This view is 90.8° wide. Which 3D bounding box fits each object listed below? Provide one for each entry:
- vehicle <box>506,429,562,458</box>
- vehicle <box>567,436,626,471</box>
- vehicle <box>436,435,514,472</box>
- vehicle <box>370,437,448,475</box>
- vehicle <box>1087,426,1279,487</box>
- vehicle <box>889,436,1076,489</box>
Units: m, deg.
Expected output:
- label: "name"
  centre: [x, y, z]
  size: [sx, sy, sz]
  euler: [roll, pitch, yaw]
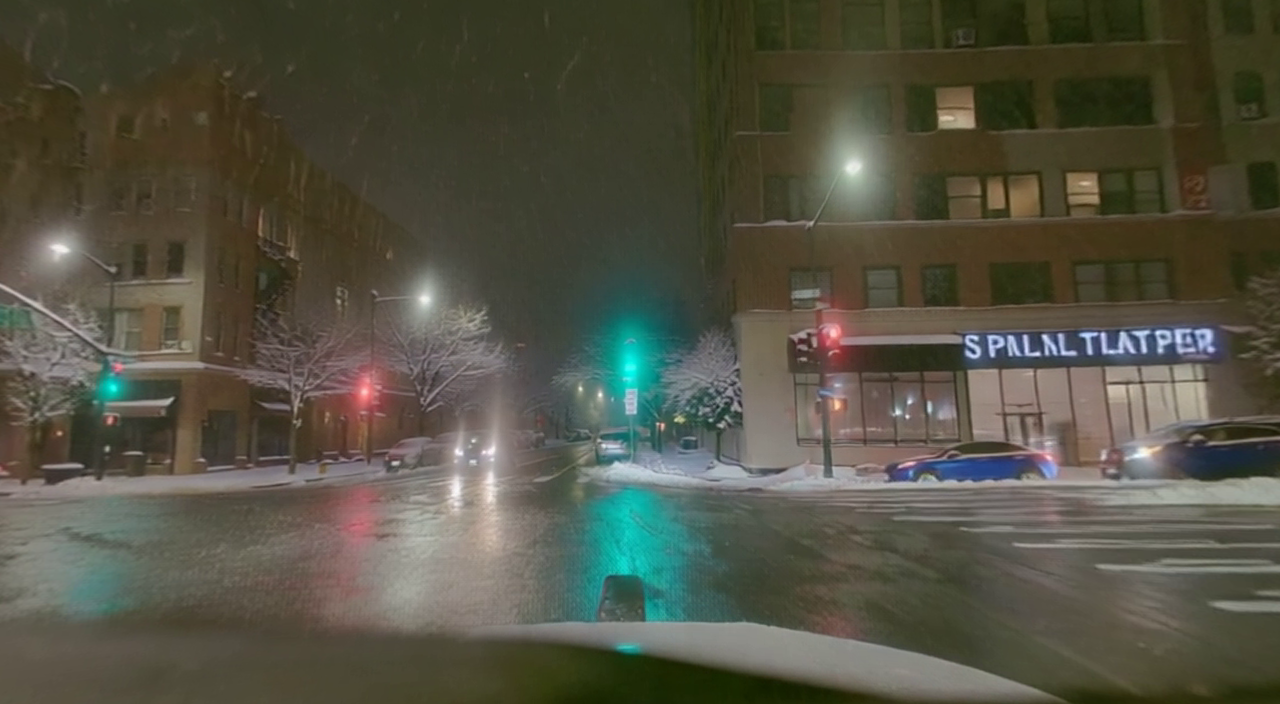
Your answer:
- label: "vehicle"
  centre: [-6.600, 5.766, 39.855]
  size: [2.181, 1.723, 4.692]
  euler: [-1, -8, 7]
- label: "vehicle"
  centre: [-1.933, 4.693, 29.439]
  size: [1.892, 1.481, 4.365]
  euler: [-1, -8, 8]
- label: "vehicle"
  centre: [-7.183, 4.476, 28.020]
  size: [2.119, 1.485, 4.472]
  euler: [-1, -8, 2]
- label: "vehicle"
  centre: [-11.665, 5.224, 32.179]
  size: [1.933, 1.461, 4.393]
  euler: [-5, -6, 5]
- label: "vehicle"
  centre: [16.310, 2.961, 17.959]
  size: [5.420, 1.609, 2.063]
  euler: [-1, -8, 6]
- label: "vehicle"
  centre: [9.982, 3.264, 18.732]
  size: [4.426, 1.446, 1.795]
  euler: [-1, -8, 6]
